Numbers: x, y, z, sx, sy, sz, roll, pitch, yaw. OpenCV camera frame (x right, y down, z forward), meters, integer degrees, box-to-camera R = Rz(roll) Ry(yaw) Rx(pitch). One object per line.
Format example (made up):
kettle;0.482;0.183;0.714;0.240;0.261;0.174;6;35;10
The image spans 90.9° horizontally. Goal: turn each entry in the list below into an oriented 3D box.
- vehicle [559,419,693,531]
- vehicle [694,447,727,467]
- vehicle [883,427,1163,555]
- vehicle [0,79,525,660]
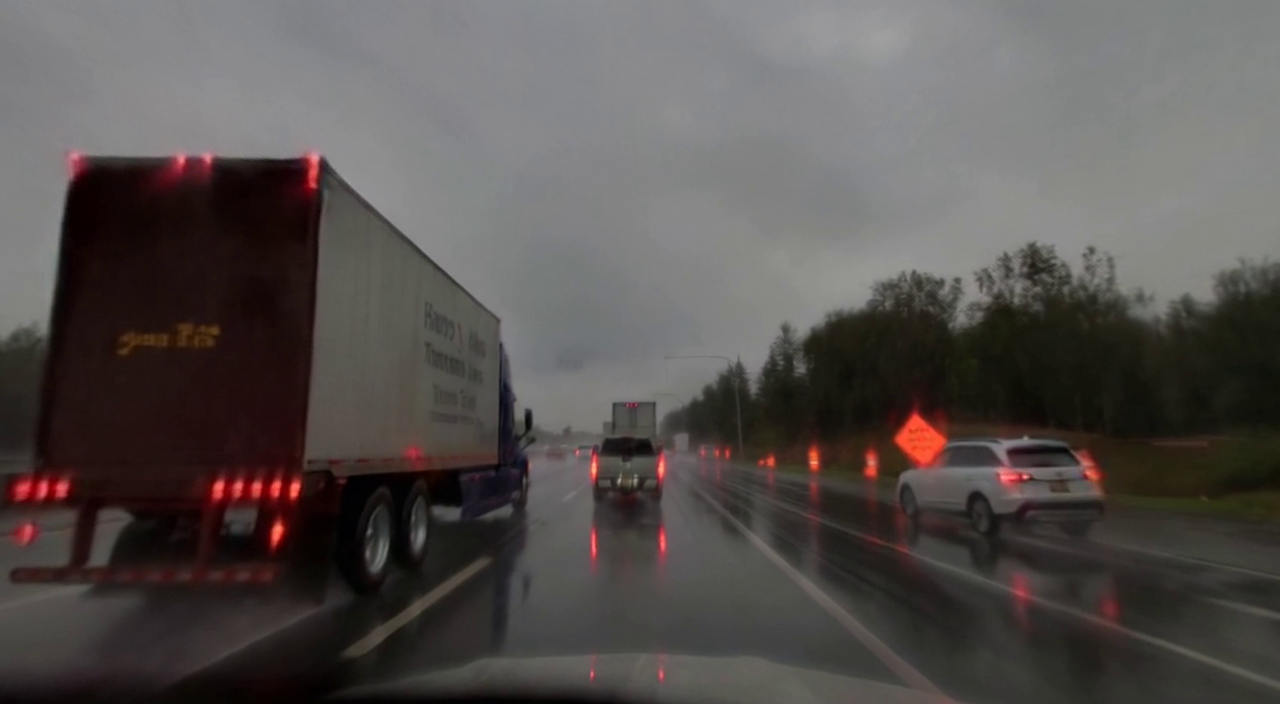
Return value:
vehicle;-0.263;2.281;12.187;2.152;1.779;3.924;0;-9;-1
vehicle;5.342;7.998;48.274;1.918;1.479;4.571;0;-9;-1
vehicle;5.617;2.054;9.963;1.937;1.601;3.798;0;-9;-1
vehicle;-3.780;0.605;8.267;2.990;3.885;8.243;0;-9;0
